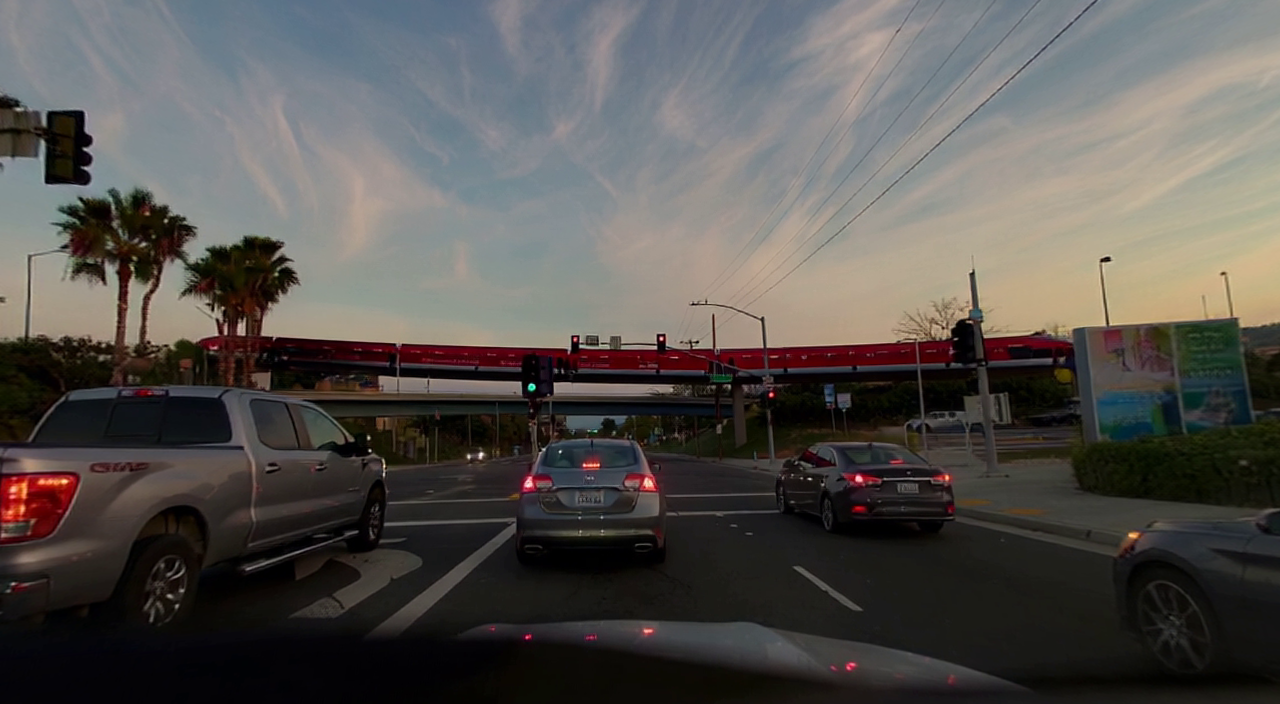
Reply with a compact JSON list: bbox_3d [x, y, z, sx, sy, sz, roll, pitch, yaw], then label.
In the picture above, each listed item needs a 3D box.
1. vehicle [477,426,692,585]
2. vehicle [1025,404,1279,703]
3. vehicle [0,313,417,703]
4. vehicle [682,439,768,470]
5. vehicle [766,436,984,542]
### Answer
[{"bbox_3d":[-0.615,1.773,8.135,2.035,1.491,4.090,0,-9,-3],"label":"vehicle"},{"bbox_3d":[3.876,0.906,2.285,2.052,1.496,4.541,0,-9,-1],"label":"vehicle"},{"bbox_3d":[-3.790,1.123,5.049,2.078,1.838,5.448,0,-9,-1],"label":"vehicle"},{"bbox_3d":[4.235,5.170,32.076,1.878,1.428,4.416,5,-10,-33],"label":"vehicle"},{"bbox_3d":[3.712,2.237,11.055,1.965,1.448,4.486,0,-9,-2],"label":"vehicle"}]
